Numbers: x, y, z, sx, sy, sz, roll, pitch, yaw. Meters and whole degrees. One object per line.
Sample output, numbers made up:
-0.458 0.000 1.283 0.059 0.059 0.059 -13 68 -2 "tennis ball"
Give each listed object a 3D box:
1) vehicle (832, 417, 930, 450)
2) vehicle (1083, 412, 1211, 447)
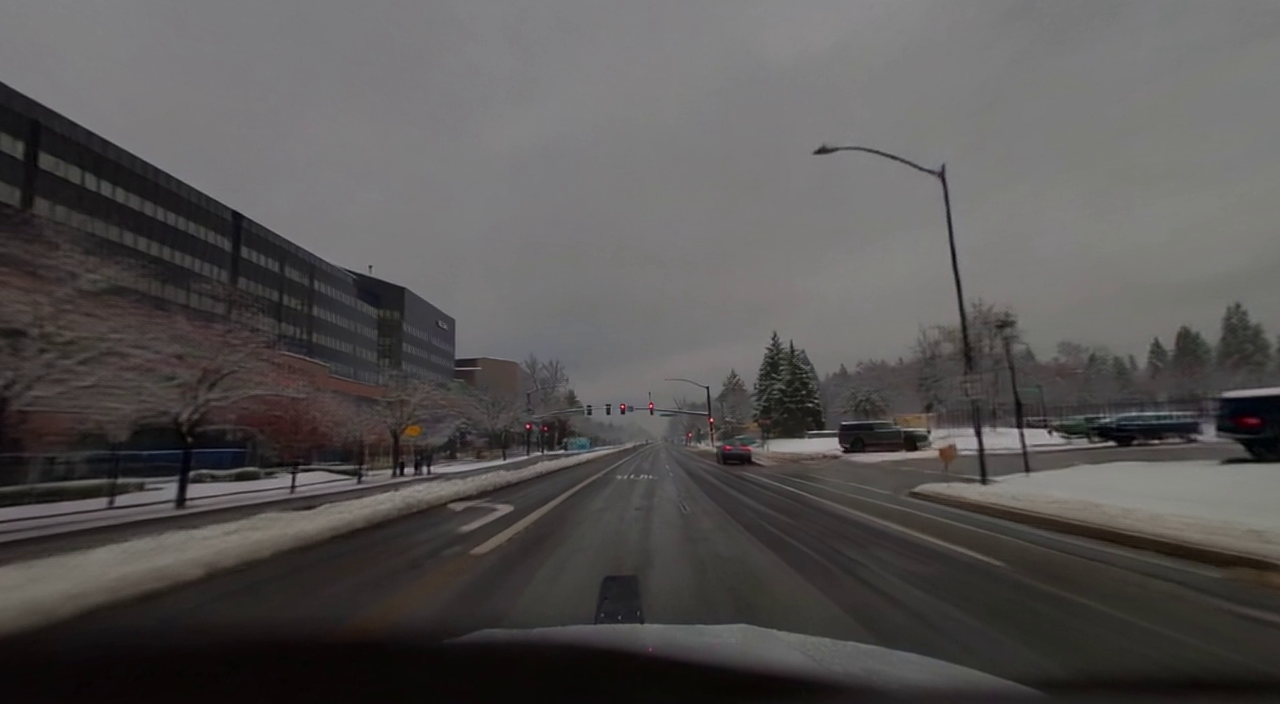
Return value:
16.061 5.498 42.201 5.546 2.117 2.443 0 -9 0 "vehicle"
24.000 3.780 30.045 1.943 1.531 4.579 1 -9 -7 "vehicle"
